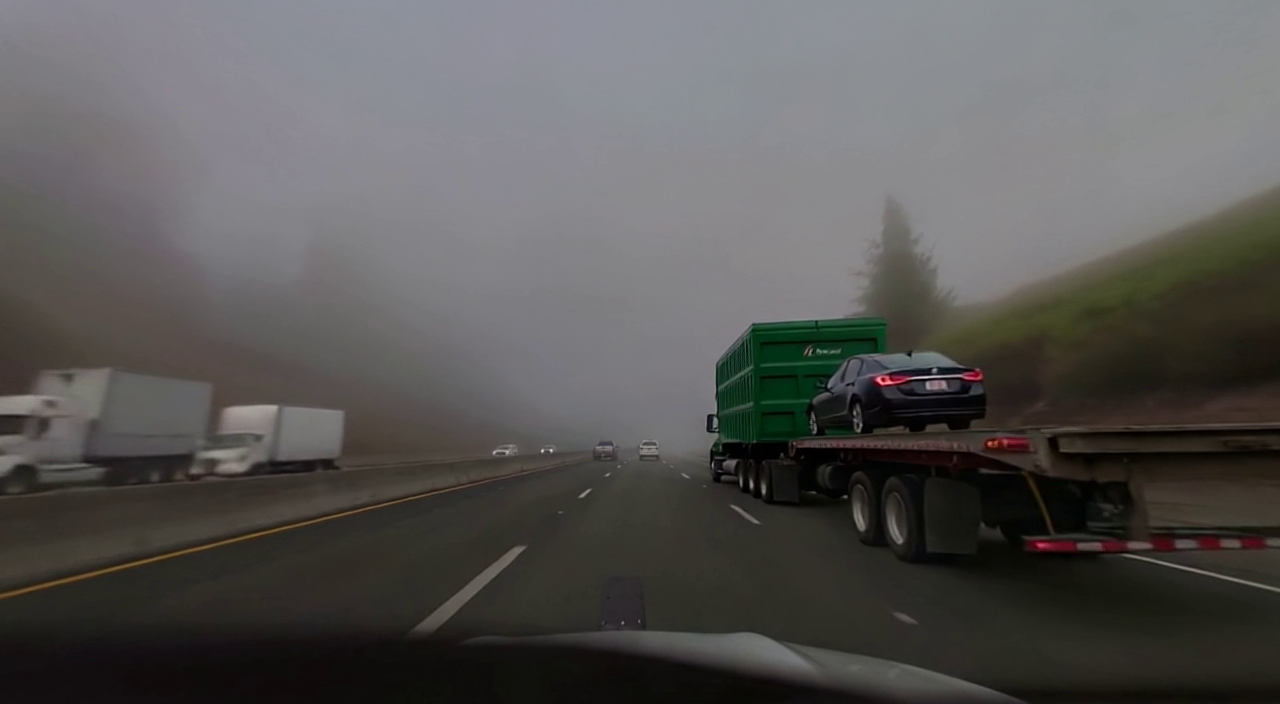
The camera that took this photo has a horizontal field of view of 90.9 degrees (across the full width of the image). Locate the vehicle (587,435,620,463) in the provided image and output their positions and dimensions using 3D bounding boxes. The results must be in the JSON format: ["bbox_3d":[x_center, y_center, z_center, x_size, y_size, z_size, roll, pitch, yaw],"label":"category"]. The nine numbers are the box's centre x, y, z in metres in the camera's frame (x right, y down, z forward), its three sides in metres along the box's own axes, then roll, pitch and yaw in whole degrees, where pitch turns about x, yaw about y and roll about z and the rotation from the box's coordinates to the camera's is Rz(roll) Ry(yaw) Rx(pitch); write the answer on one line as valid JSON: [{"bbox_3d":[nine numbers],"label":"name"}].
[{"bbox_3d":[-2.807,7.630,49.525,2.142,2.044,4.446,-1,-9,2],"label":"vehicle"}]

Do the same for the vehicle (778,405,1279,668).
[{"bbox_3d":[4.302,1.853,8.632,2.654,1.574,9.537,0,-9,0],"label":"vehicle"}]

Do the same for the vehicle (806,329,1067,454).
[{"bbox_3d":[4.217,0.803,9.923,1.968,1.547,4.215,0,-9,-1],"label":"vehicle"}]

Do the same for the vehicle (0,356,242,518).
[{"bbox_3d":[-14.147,2.269,16.477,2.877,3.333,6.800,0,-9,0],"label":"vehicle"}]

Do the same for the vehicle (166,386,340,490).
[{"bbox_3d":[-14.127,3.266,23.670,2.638,3.391,5.802,0,-9,1],"label":"vehicle"}]

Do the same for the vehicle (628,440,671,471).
[{"bbox_3d":[0.459,5.302,32.366,2.086,1.497,3.681,0,-9,0],"label":"vehicle"}]
